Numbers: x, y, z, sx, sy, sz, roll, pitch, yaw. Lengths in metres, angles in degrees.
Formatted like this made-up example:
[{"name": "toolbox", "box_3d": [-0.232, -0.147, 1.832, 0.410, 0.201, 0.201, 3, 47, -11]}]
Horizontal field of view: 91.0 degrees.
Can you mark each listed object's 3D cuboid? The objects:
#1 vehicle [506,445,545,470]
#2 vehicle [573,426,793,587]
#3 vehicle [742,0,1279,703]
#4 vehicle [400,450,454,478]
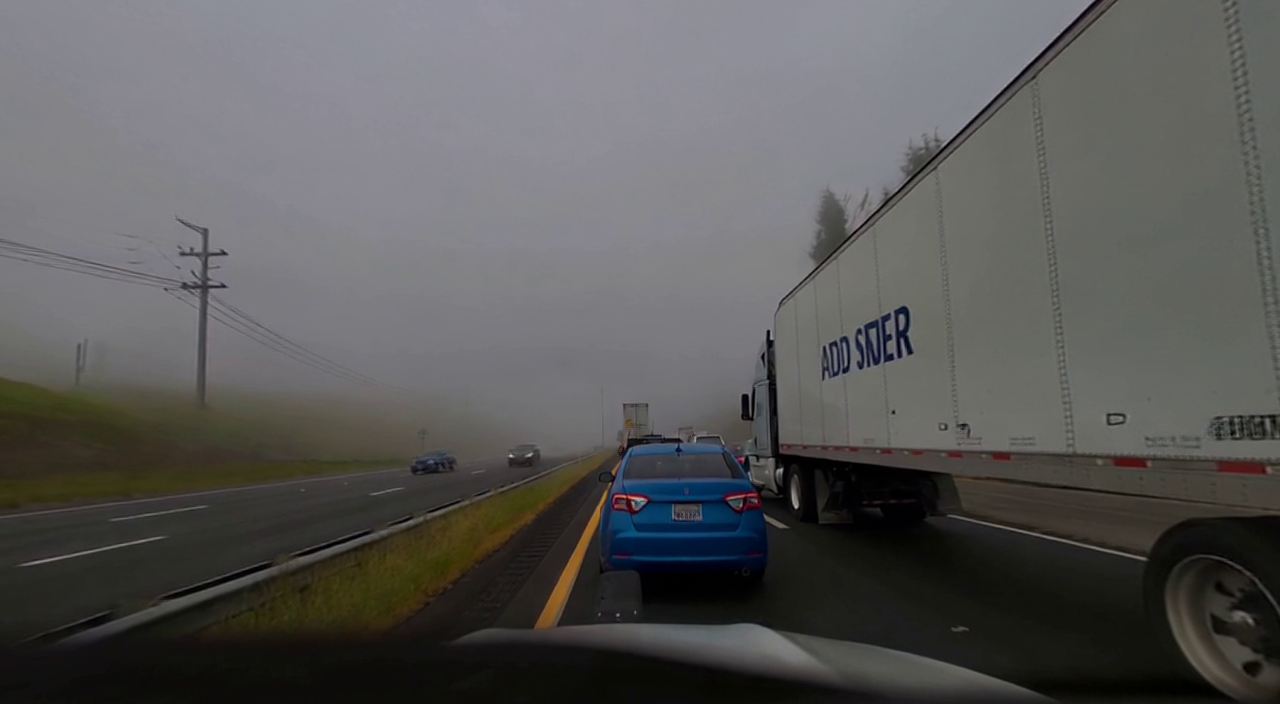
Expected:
[{"name": "vehicle", "box_3d": [-8.274, 7.618, 45.773, 1.991, 1.629, 4.259, -1, -8, 0]}, {"name": "vehicle", "box_3d": [0.329, 1.694, 7.718, 2.045, 1.446, 3.597, 0, -8, -2]}, {"name": "vehicle", "box_3d": [4.155, 0.355, 7.387, 3.138, 4.065, 14.276, 0, -8, -2]}, {"name": "vehicle", "box_3d": [-12.382, 6.530, 36.846, 1.795, 1.441, 3.759, -1, -8, 0]}]
